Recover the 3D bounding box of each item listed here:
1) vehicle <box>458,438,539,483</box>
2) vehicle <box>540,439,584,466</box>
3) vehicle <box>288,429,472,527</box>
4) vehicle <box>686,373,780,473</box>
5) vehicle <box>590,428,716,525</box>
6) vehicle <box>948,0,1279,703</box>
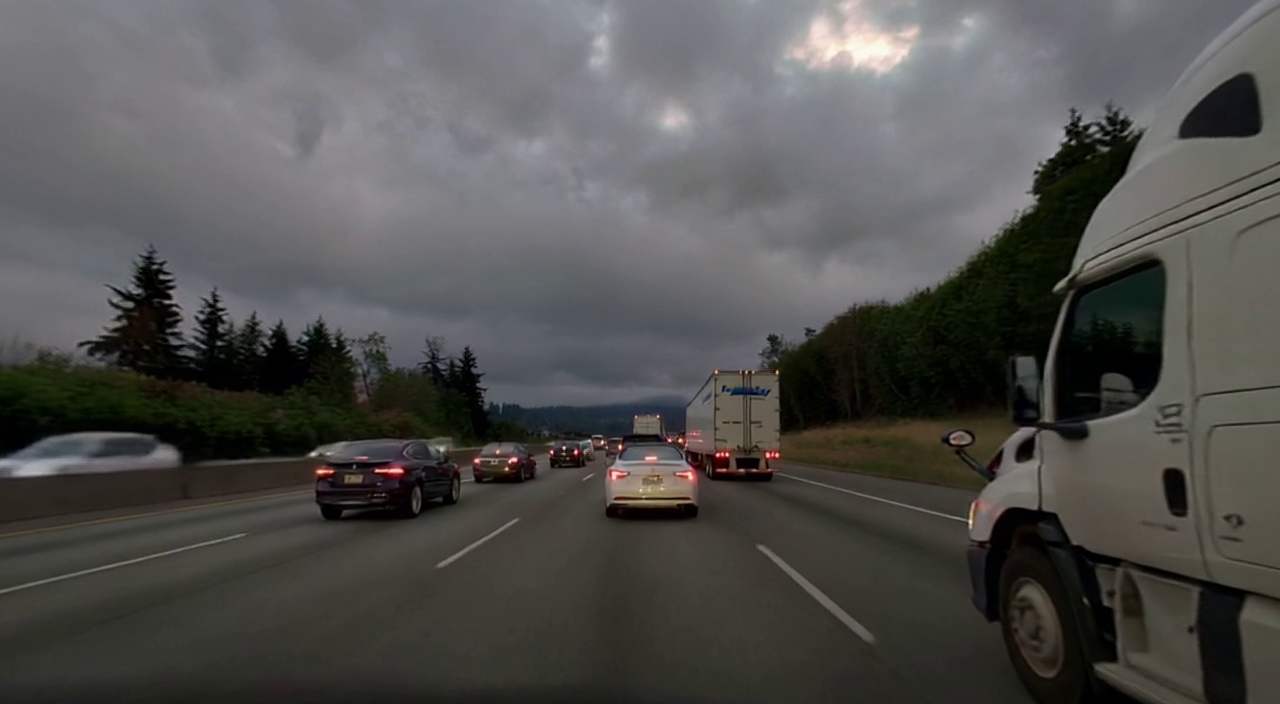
[{"bbox_3d":[-4.932,3.802,22.519,1.880,1.458,3.978,0,-8,1],"label":"vehicle"},{"bbox_3d":[-4.481,5.829,36.902,1.887,1.493,4.411,0,-8,1],"label":"vehicle"},{"bbox_3d":[-4.574,2.229,11.764,1.821,1.514,3.677,0,-8,0],"label":"vehicle"},{"bbox_3d":[4.339,3.899,33.061,2.892,4.101,14.252,0,-8,1],"label":"vehicle"},{"bbox_3d":[0.197,2.205,11.751,1.973,1.505,3.568,0,-8,0],"label":"vehicle"},{"bbox_3d":[3.967,-0.158,1.811,2.982,3.860,6.011,0,-8,0],"label":"vehicle"}]
